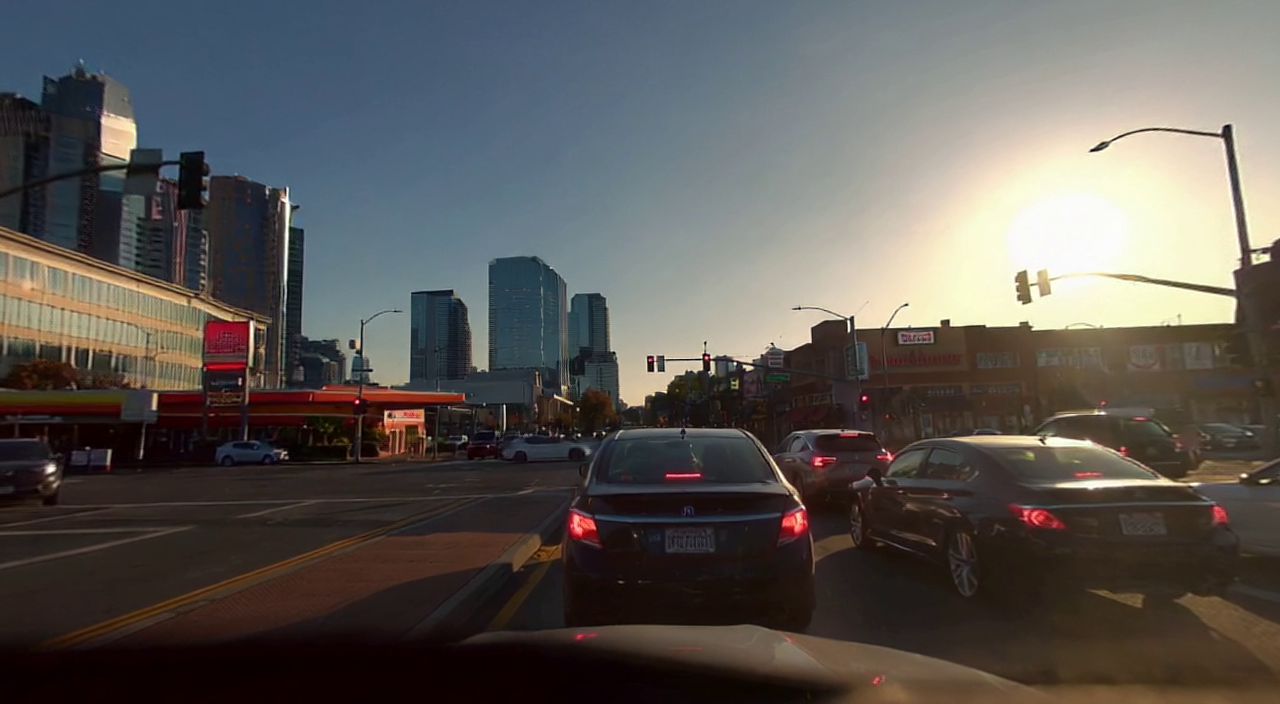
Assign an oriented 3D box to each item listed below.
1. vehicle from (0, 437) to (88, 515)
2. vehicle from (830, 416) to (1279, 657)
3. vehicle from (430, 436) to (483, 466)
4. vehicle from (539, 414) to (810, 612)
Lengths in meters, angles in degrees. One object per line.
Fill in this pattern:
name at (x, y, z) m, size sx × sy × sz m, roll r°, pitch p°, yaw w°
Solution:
vehicle at (-16.515, 3.152, 16.440) m, size 4.841 × 1.783 × 2.203 m, roll -7°, pitch -11°, yaw 38°
vehicle at (3.521, 1.482, 6.232) m, size 1.883 × 1.480 × 4.489 m, roll 0°, pitch -8°, yaw 0°
vehicle at (-12.112, 6.565, 41.942) m, size 2.122 × 1.829 × 4.559 m, roll 0°, pitch -8°, yaw 0°
vehicle at (0.216, 1.522, 6.843) m, size 2.073 × 1.496 × 3.892 m, roll 0°, pitch -8°, yaw -1°
